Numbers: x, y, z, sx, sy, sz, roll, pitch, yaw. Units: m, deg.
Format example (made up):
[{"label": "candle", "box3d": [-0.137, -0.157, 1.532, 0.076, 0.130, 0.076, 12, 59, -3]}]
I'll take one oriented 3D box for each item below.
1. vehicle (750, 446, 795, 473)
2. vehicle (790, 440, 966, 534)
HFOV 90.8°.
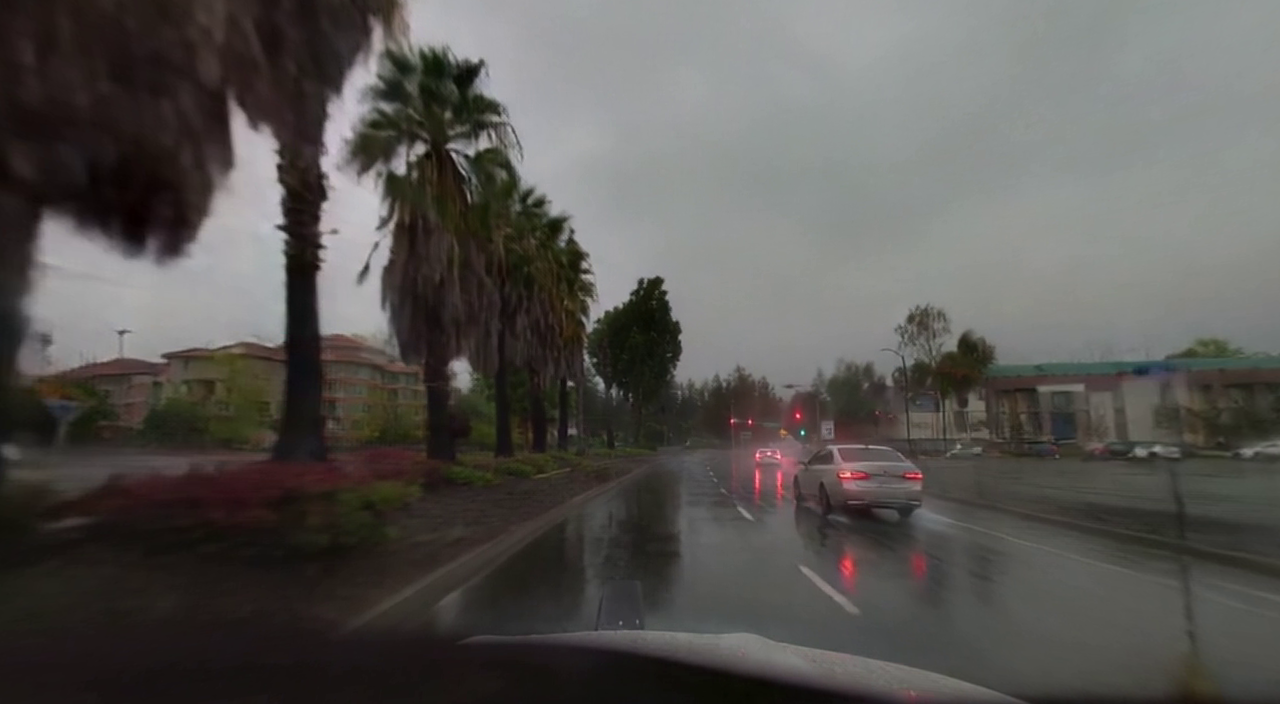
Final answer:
[{"label": "vehicle", "box3d": [7.751, 6.281, 37.327, 2.144, 1.473, 4.638, -1, -9, 6]}, {"label": "vehicle", "box3d": [4.246, 2.436, 12.017, 1.993, 1.483, 3.821, -1, -8, 3]}]
